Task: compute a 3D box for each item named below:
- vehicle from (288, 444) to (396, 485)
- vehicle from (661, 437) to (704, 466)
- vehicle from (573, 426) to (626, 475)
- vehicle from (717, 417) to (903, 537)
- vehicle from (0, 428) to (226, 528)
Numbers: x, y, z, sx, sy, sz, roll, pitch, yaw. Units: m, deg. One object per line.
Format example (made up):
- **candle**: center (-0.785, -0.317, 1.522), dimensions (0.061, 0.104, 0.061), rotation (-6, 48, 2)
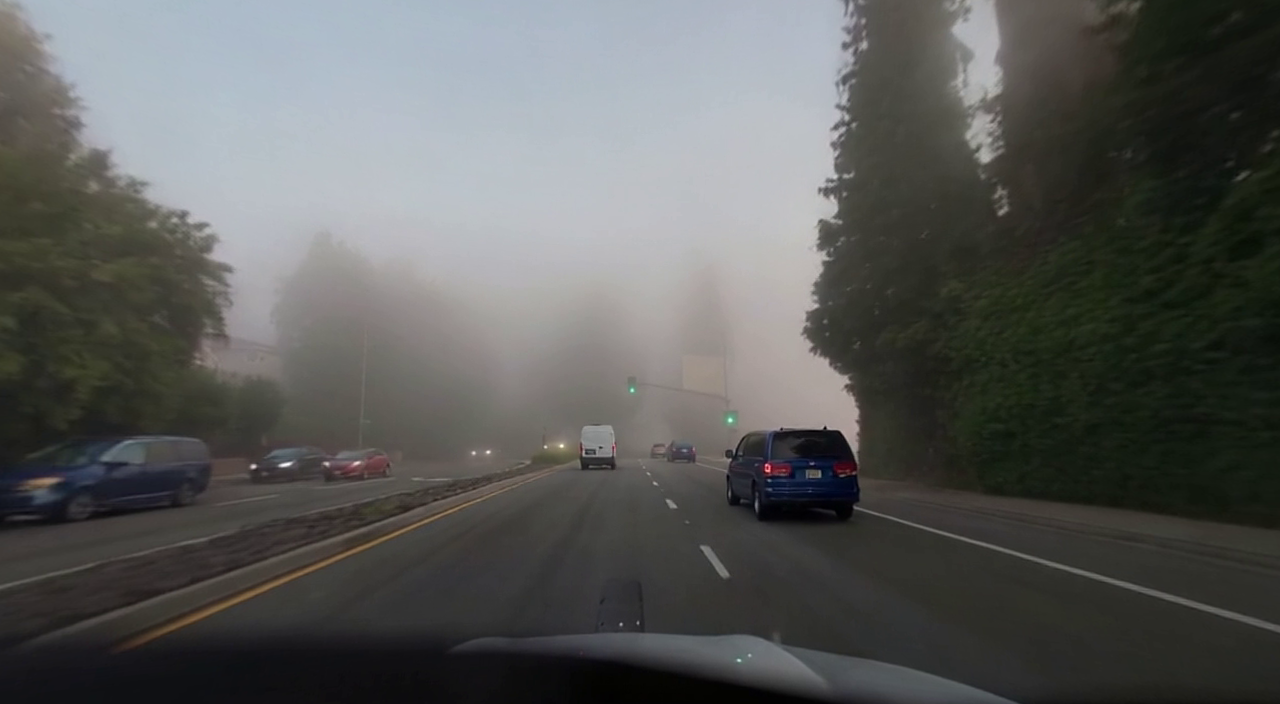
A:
- **vehicle**: center (-11.806, 4.468, 25.464), dimensions (2.116, 1.481, 4.572), rotation (0, -8, 0)
- **vehicle**: center (2.581, 6.200, 39.532), dimensions (2.248, 1.692, 4.252), rotation (0, -8, -2)
- **vehicle**: center (-1.783, 4.549, 29.295), dimensions (2.228, 2.054, 4.309), rotation (0, -8, 0)
- **vehicle**: center (2.668, 2.073, 11.073), dimensions (1.965, 1.671, 4.146), rotation (0, -8, -2)
- **vehicle**: center (-11.493, 2.580, 13.573), dimensions (2.192, 1.754, 4.569), rotation (0, -8, -2)
